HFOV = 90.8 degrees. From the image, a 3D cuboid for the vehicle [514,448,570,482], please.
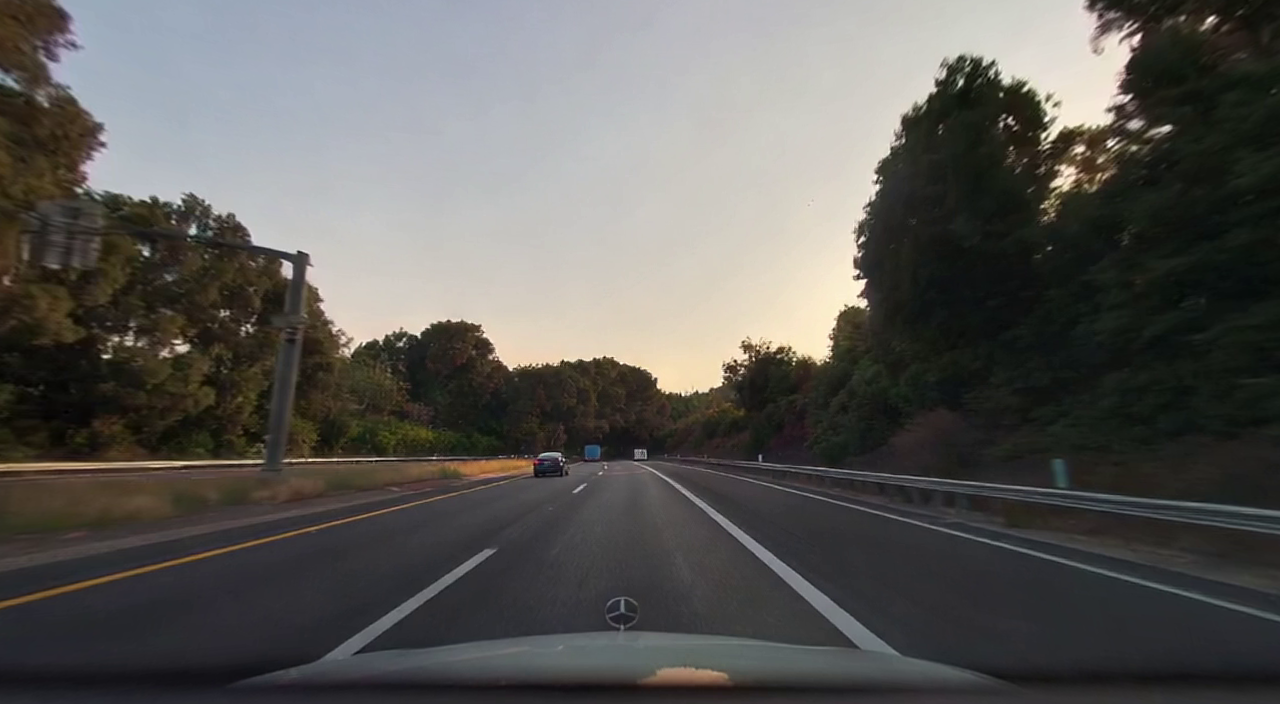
[{"bbox_3d":[-4.716,5.498,30.983,2.049,1.521,4.366,0,-9,0],"label":"vehicle"}]
